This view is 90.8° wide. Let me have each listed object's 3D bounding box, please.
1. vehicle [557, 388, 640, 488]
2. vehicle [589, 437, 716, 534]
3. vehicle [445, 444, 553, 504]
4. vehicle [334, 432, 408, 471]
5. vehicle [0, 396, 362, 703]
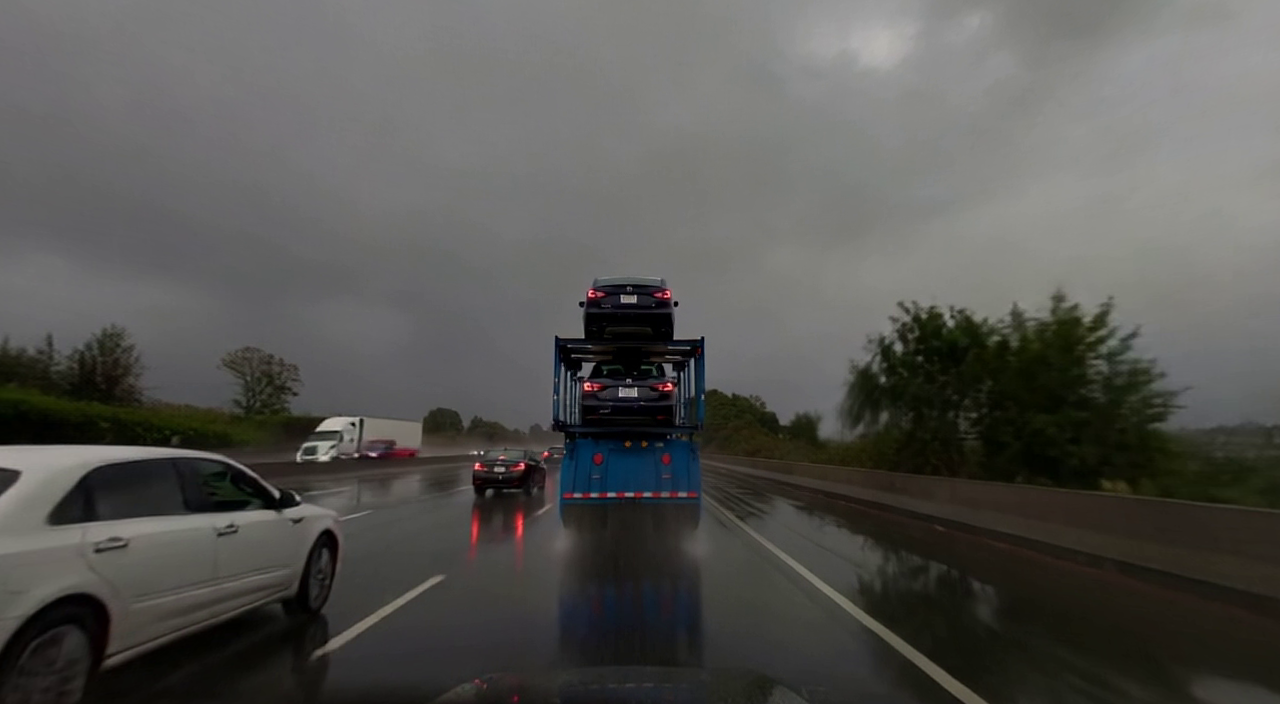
[{"bbox_3d":[-2.623,4.507,32.257,3.019,3.757,16.692,1,-9,-8],"label":"vehicle"},{"bbox_3d":[0.172,2.370,11.685,1.991,1.507,3.391,0,-9,-1],"label":"vehicle"},{"bbox_3d":[-3.788,3.365,17.867,1.947,1.470,4.526,0,-9,1],"label":"vehicle"},{"bbox_3d":[-18.950,7.072,44.926,2.360,2.581,6.256,0,-9,1],"label":"vehicle"},{"bbox_3d":[-3.354,1.069,3.227,2.149,1.497,3.753,0,-9,0],"label":"vehicle"}]
